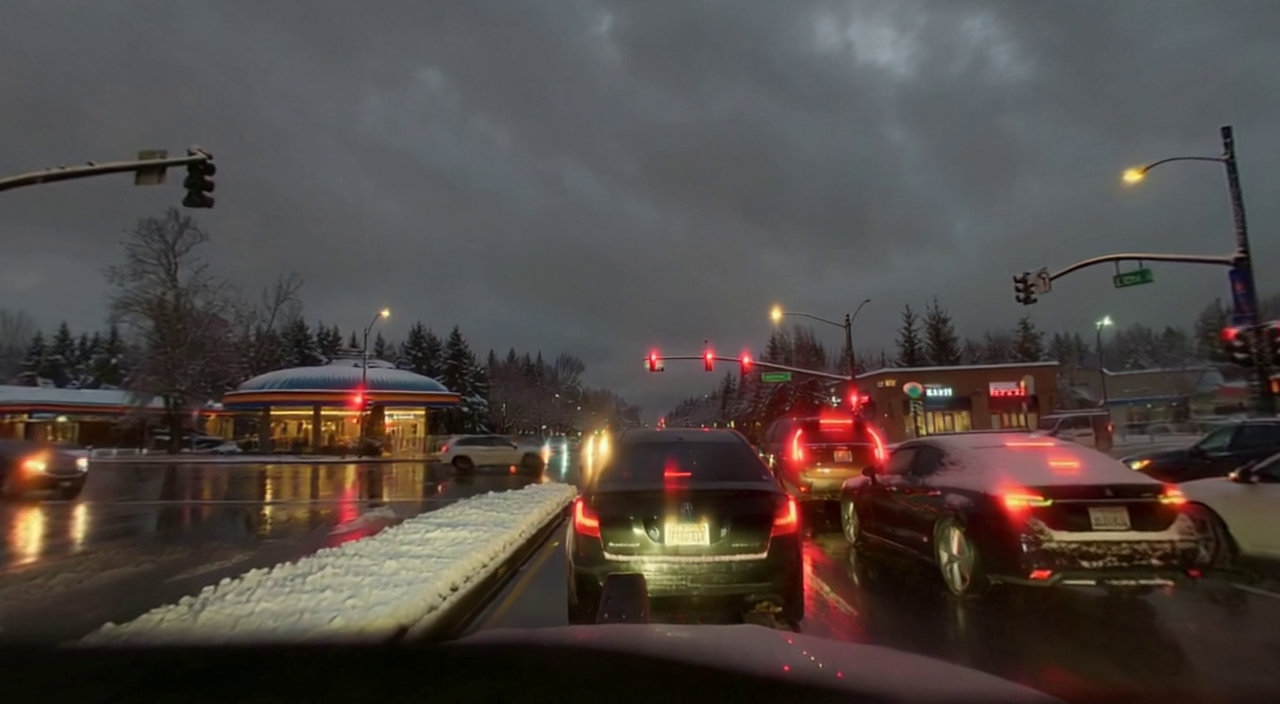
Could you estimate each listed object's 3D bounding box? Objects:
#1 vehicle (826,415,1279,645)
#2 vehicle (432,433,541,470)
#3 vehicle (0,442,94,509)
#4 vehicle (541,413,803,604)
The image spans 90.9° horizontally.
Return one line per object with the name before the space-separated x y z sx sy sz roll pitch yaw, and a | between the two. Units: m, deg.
vehicle | 3.517 1.487 6.400 1.883 1.480 4.489 0 -8 0
vehicle | -7.487 4.845 30.857 4.833 1.701 2.077 4 -9 -23
vehicle | -19.101 3.622 18.924 4.841 1.783 2.203 -4 -9 26
vehicle | 0.215 1.523 7.012 2.073 1.496 3.892 0 -8 -1
